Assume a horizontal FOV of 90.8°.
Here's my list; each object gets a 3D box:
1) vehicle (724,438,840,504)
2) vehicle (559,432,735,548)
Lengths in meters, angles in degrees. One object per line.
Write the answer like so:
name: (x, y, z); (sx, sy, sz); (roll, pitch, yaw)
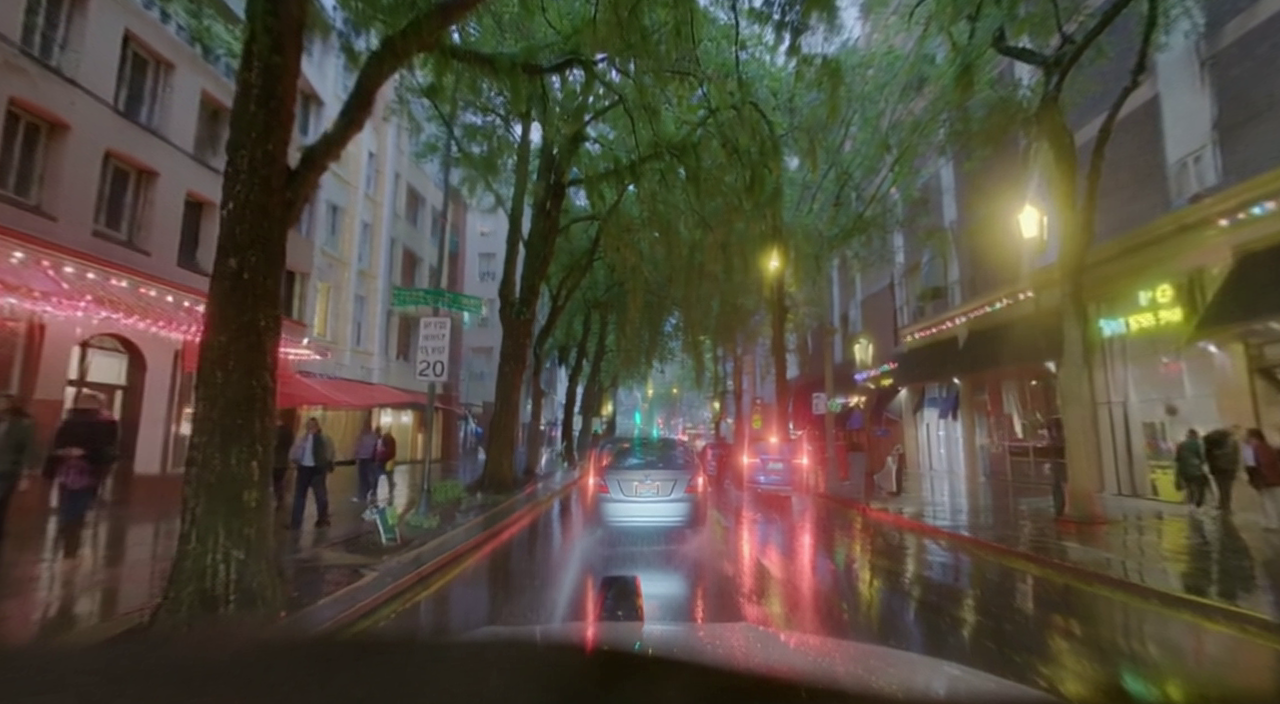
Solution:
vehicle: (3.616, 3.124, 17.045); (2.025, 1.523, 4.426); (0, -9, -1)
vehicle: (0.056, 2.089, 10.260); (2.261, 1.474, 4.130); (0, -9, -1)
